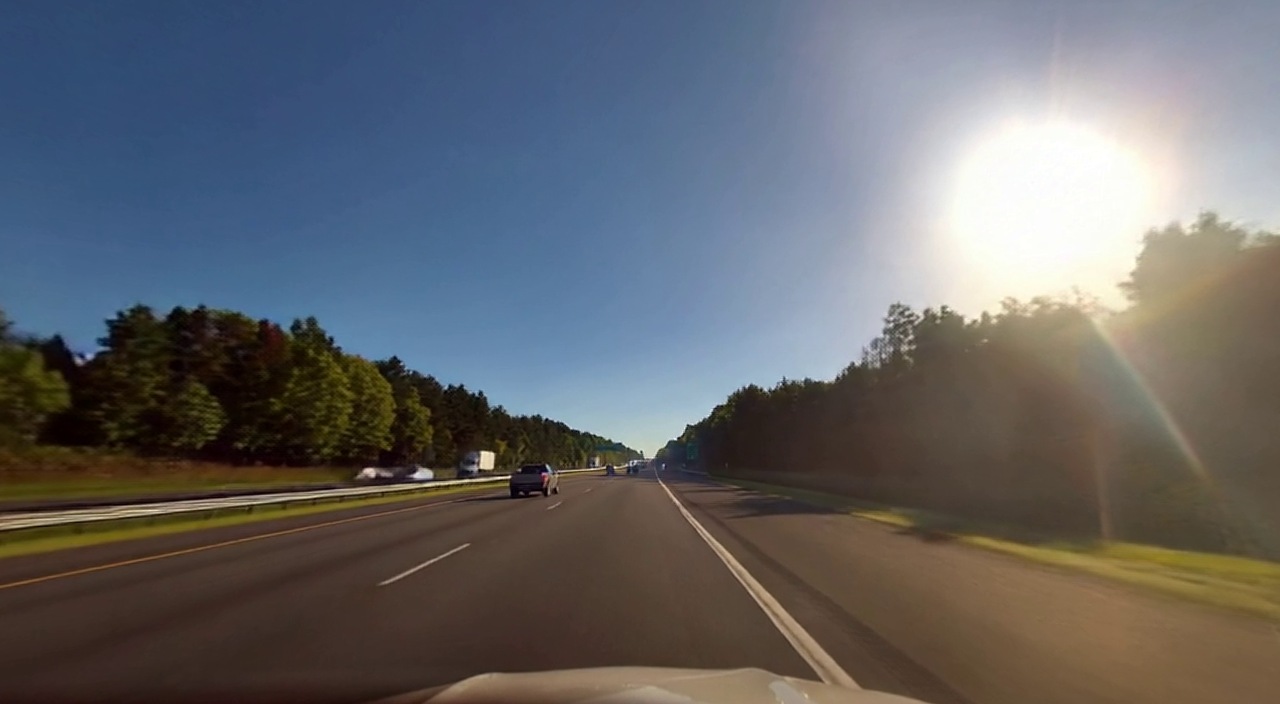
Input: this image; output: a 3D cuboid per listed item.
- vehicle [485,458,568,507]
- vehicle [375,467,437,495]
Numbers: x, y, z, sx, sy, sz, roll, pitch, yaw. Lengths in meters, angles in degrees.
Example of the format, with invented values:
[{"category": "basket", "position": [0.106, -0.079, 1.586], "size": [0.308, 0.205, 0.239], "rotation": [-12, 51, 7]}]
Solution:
[{"category": "vehicle", "position": [-3.841, 4.541, 22.143], "size": [2.043, 1.486, 4.442], "rotation": [0, -10, 1]}, {"category": "vehicle", "position": [-12.984, 7.185, 35.244], "size": [1.789, 1.404, 4.089], "rotation": [0, -10, 1]}]
